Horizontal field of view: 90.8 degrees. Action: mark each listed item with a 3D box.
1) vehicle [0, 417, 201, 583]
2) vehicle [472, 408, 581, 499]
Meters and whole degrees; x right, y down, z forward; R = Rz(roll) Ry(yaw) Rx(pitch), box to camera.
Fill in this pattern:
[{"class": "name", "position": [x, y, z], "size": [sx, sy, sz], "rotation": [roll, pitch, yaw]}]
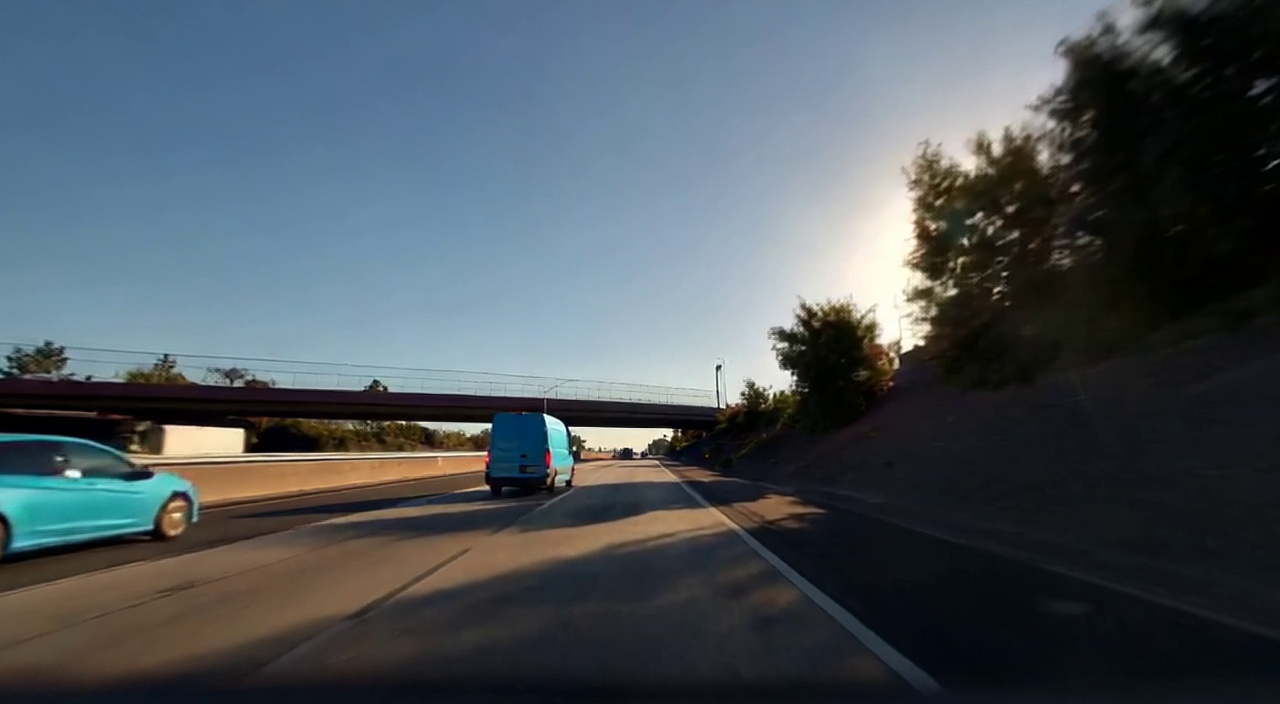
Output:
[{"class": "vehicle", "position": [-7.579, 1.613, 7.097], "size": [2.164, 1.664, 4.252], "rotation": [0, -9, 0]}, {"class": "vehicle", "position": [-3.474, 3.321, 20.805], "size": [2.437, 2.565, 5.829], "rotation": [0, -9, 1]}]
